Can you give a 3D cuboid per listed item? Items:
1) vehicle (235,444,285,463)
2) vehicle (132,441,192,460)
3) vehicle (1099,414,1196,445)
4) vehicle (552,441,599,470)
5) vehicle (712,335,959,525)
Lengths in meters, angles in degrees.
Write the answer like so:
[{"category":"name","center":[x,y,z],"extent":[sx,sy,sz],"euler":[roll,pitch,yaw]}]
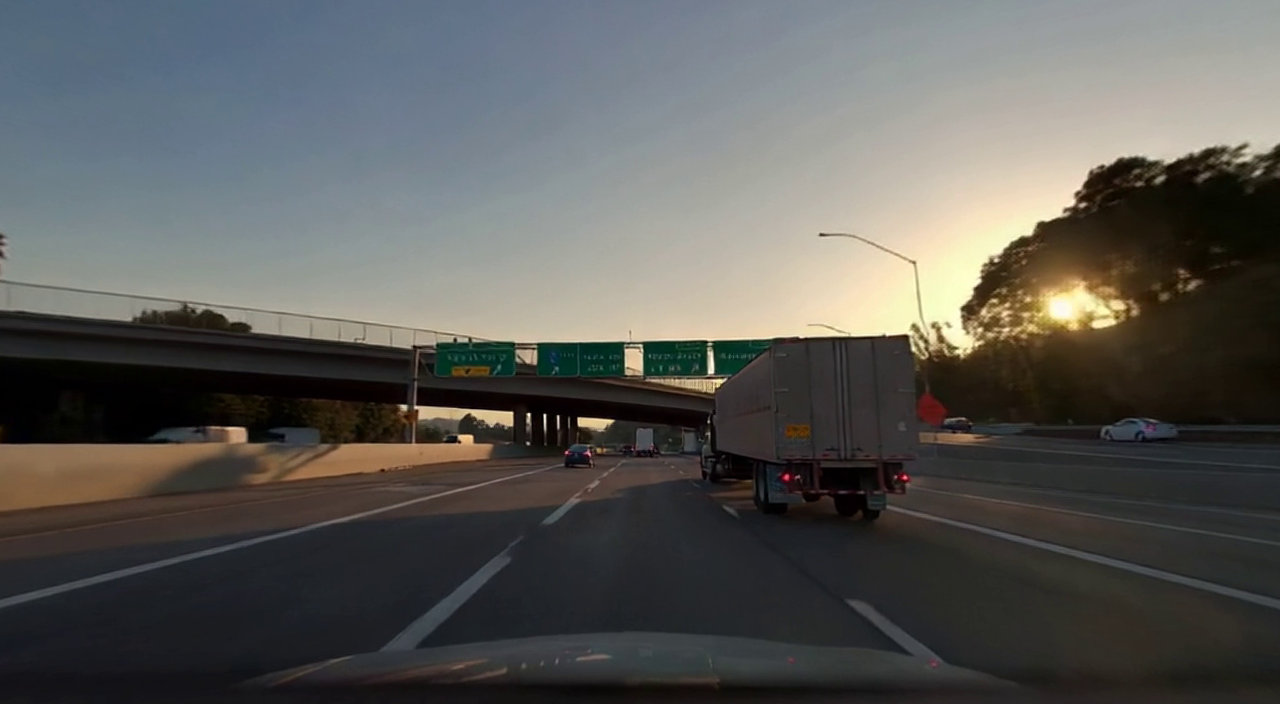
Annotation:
[{"category":"vehicle","center":[-29.633,7.897,49.029],"extent":[1.656,1.396,3.537],"euler":[0,-8,0]},{"category":"vehicle","center":[-37.530,7.737,49.369],"extent":[1.855,1.448,3.597],"euler":[1,-9,-1]},{"category":"vehicle","center":[28.647,4.417,35.612],"extent":[1.928,1.603,4.315],"euler":[1,-7,0]},{"category":"vehicle","center":[-3.607,5.932,36.072],"extent":[2.143,1.529,4.918],"euler":[0,-9,1]},{"category":"vehicle","center":[4.075,2.146,16.549],"extent":[3.049,3.395,10.595],"euler":[0,-8,0]}]
